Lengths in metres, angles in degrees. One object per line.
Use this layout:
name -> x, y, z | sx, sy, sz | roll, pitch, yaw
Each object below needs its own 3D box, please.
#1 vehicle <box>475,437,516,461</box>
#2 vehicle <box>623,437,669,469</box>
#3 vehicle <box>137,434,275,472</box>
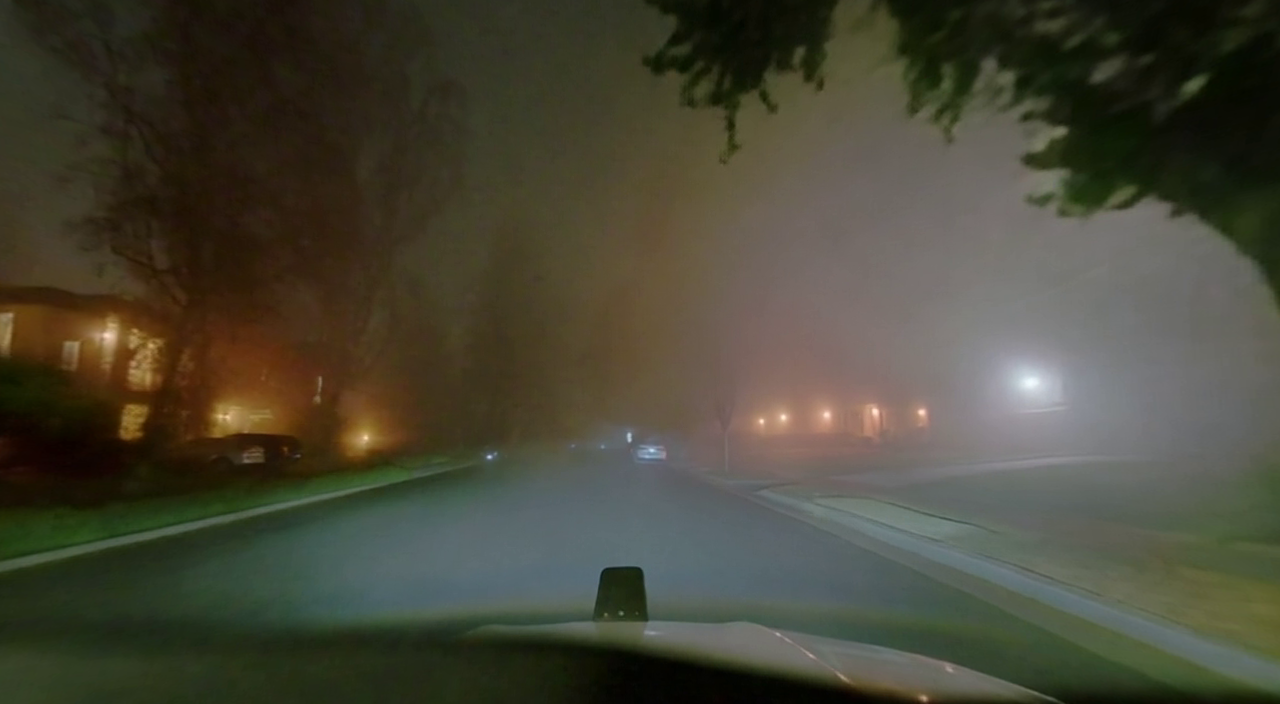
vehicle -> -10.501, 7.135, 45.945 | 1.943, 1.433, 4.717 | -6, -9, -3
vehicle -> 0.202, 5.092, 31.997 | 2.088, 1.429, 4.796 | 0, -7, -2
vehicle -> -18.041, 4.213, 26.240 | 4.344, 1.483, 1.928 | -1, -8, 2
